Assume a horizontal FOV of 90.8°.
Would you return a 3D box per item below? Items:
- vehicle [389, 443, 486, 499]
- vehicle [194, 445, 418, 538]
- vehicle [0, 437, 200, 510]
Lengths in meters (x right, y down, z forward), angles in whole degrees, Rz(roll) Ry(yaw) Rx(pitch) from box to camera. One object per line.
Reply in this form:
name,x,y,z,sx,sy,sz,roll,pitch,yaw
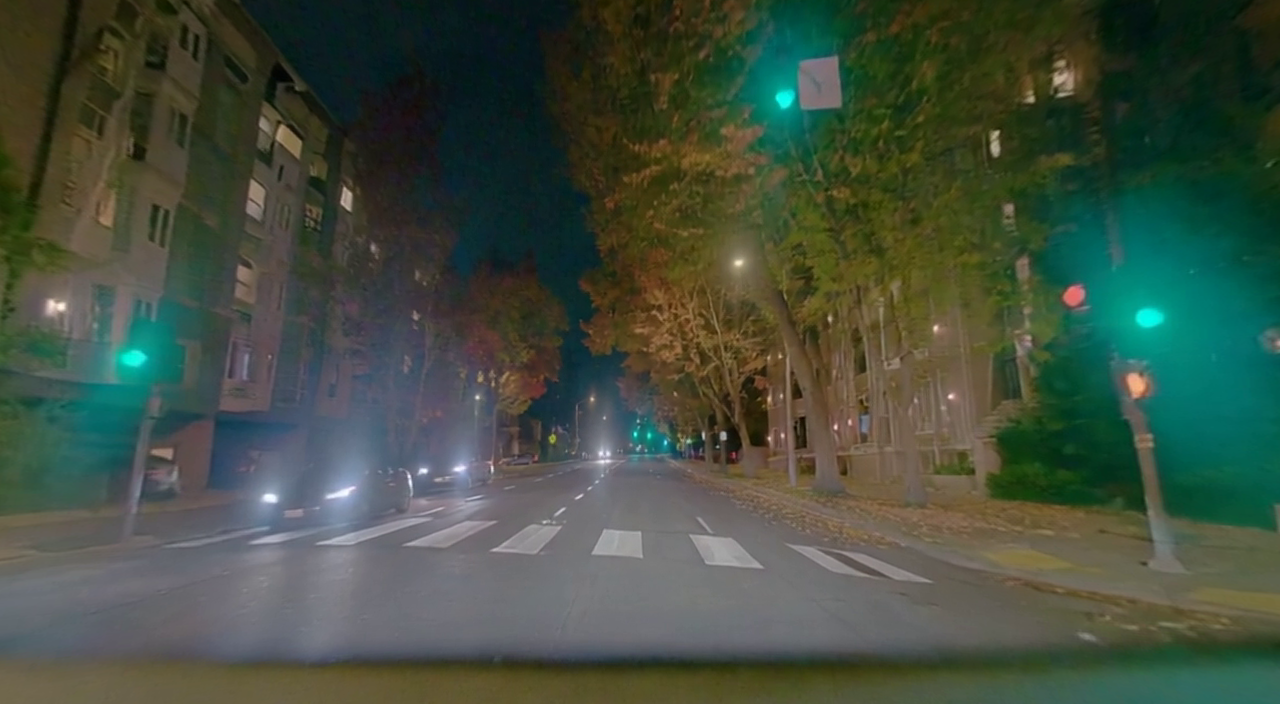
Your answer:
vehicle,-7.449,4.378,23.962,2.129,1.730,5.544,0,-7,-3
vehicle,-6.486,2.710,13.046,2.235,1.530,4.471,0,-8,-1
vehicle,-14.882,3.122,16.899,2.280,1.635,4.550,-3,-9,18
